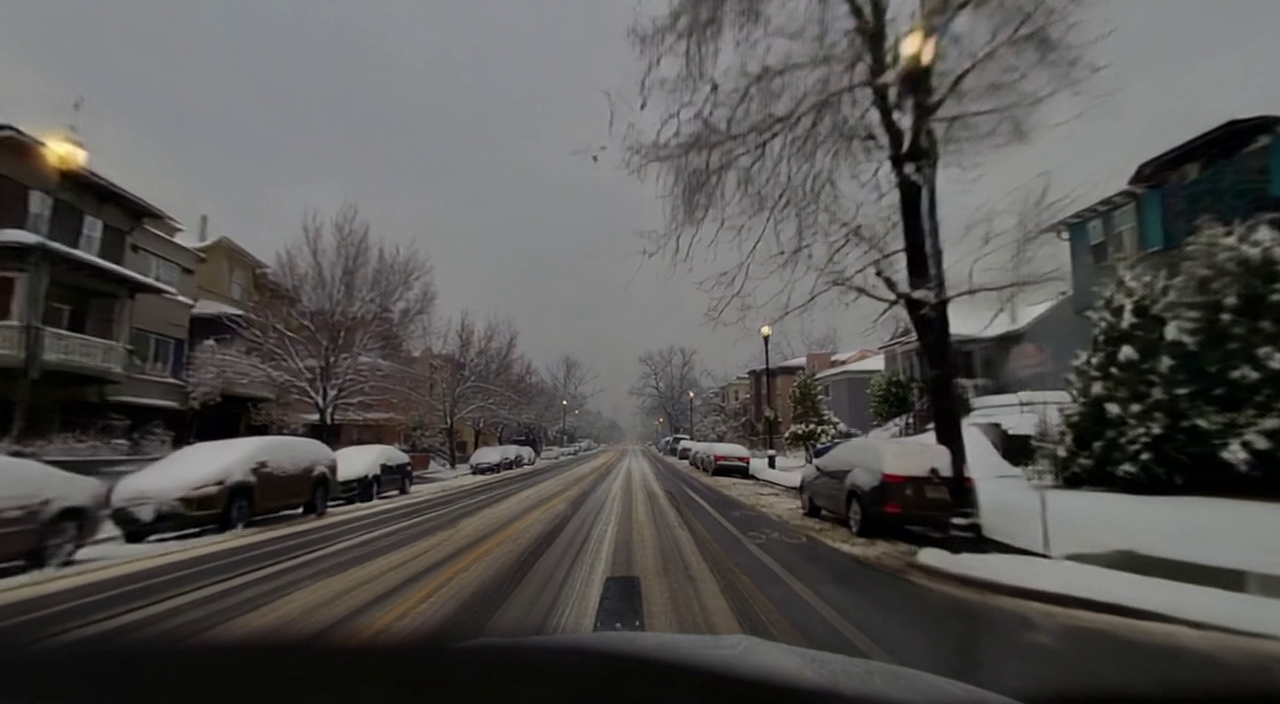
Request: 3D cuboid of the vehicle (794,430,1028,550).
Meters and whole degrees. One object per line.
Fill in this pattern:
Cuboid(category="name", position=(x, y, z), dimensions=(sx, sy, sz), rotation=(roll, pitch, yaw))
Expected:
Cuboid(category="vehicle", position=(4.361, 2.272, 11.109), dimensions=(2.034, 1.674, 4.271), rotation=(1, -9, -3))

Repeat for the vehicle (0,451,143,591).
Cuboid(category="vehicle", position=(-7.993, 1.826, 6.705), dimensions=(1.967, 1.517, 4.360), rotation=(0, -9, -2))

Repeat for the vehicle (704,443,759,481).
Cuboid(category="vehicle", position=(4.060, 4.960, 28.769), dimensions=(1.845, 1.556, 3.929), rotation=(0, -9, -1))

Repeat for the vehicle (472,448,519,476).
Cuboid(category="vehicle", position=(-8.264, 6.306, 36.446), dimensions=(1.852, 1.482, 3.916), rotation=(0, -9, -2))

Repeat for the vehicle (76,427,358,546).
Cuboid(category="vehicle", position=(-7.872, 2.541, 12.615), dimensions=(2.283, 1.853, 4.903), rotation=(-1, -9, -1))
